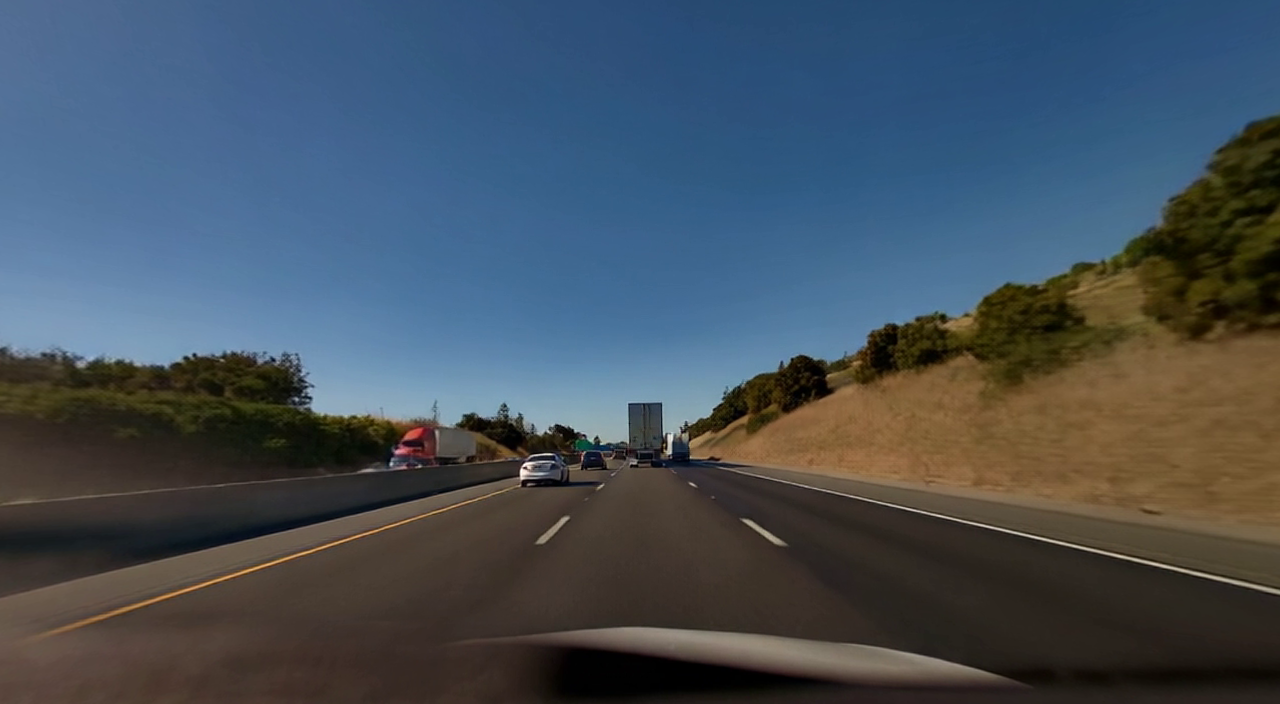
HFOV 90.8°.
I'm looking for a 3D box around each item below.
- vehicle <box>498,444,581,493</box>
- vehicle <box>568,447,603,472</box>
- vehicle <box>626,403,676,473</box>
[{"bbox_3d":[-3.336,3.969,21.843,2.053,1.489,4.740,0,-9,1],"label":"vehicle"},{"bbox_3d":[-3.631,7.238,42.658,2.051,1.537,4.111,0,-9,0],"label":"vehicle"},{"bbox_3d":[0.631,5.893,42.643,2.919,4.048,11.010,0,-9,0],"label":"vehicle"}]
